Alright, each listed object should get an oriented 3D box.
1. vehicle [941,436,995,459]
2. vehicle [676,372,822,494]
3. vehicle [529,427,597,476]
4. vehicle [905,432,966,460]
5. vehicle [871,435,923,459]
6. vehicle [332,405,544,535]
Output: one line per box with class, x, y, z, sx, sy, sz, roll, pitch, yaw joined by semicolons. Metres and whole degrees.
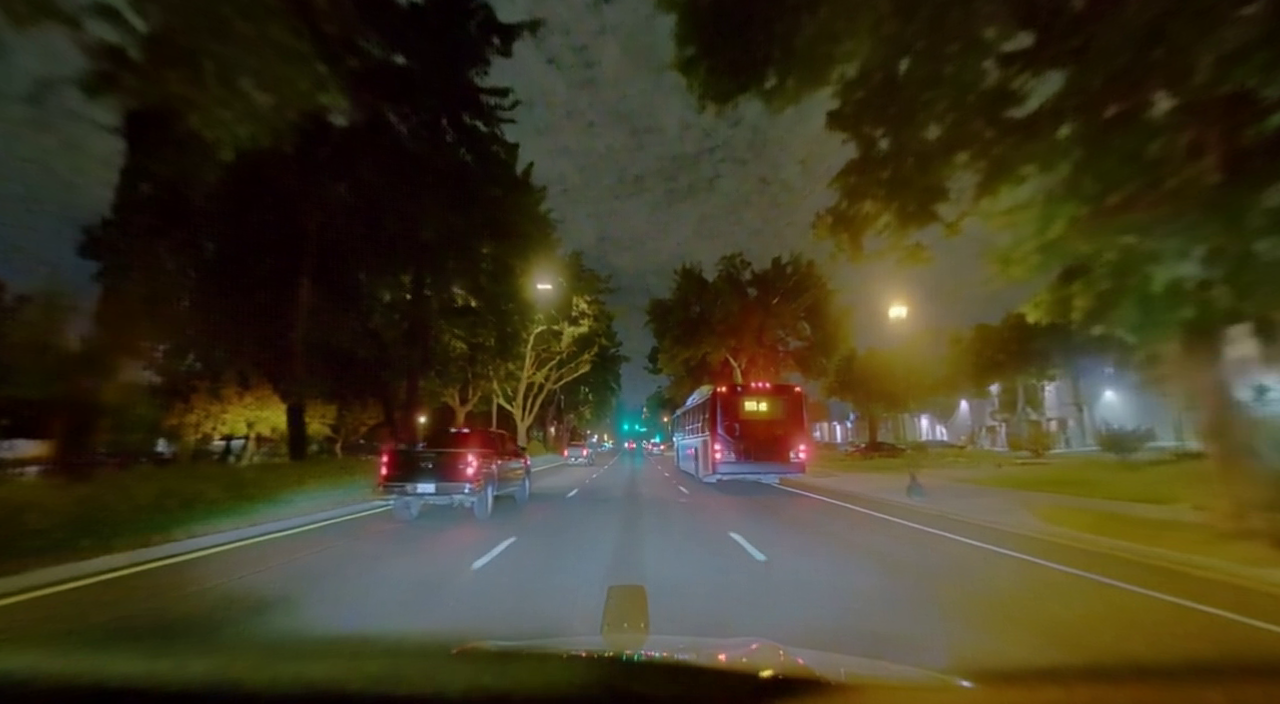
vehicle;24.132;7.061;46.532;1.987;1.604;4.005;0;-9;3
vehicle;3.293;3.104;23.342;3.059;3.264;12.623;0;-8;0
vehicle;-3.488;4.656;29.807;2.513;2.066;5.820;0;-8;0
vehicle;21.773;6.949;46.650;2.152;1.945;4.827;0;-8;1
vehicle;19.014;7.089;46.827;2.062;1.683;4.209;0;-8;1
vehicle;-3.310;2.081;11.703;2.074;1.849;5.137;0;-8;2
